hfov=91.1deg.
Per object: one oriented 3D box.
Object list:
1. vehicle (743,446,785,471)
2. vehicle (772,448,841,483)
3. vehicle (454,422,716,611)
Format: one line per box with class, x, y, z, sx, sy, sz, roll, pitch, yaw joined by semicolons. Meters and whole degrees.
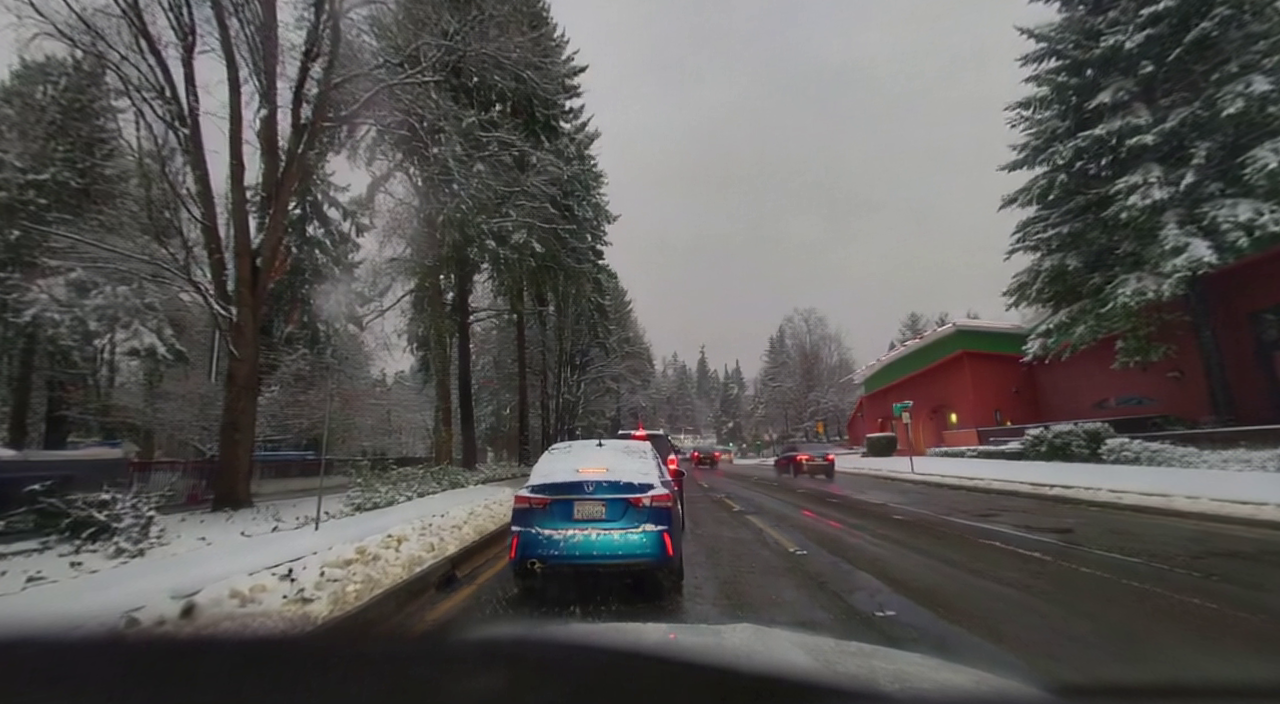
vehicle;8.028;6.915;40.996;1.887;1.516;4.419;0;-9;0
vehicle;7.100;4.847;27.196;1.909;1.380;3.905;0;-8;0
vehicle;-0.452;1.634;7.146;2.111;1.506;4.018;0;-8;0
